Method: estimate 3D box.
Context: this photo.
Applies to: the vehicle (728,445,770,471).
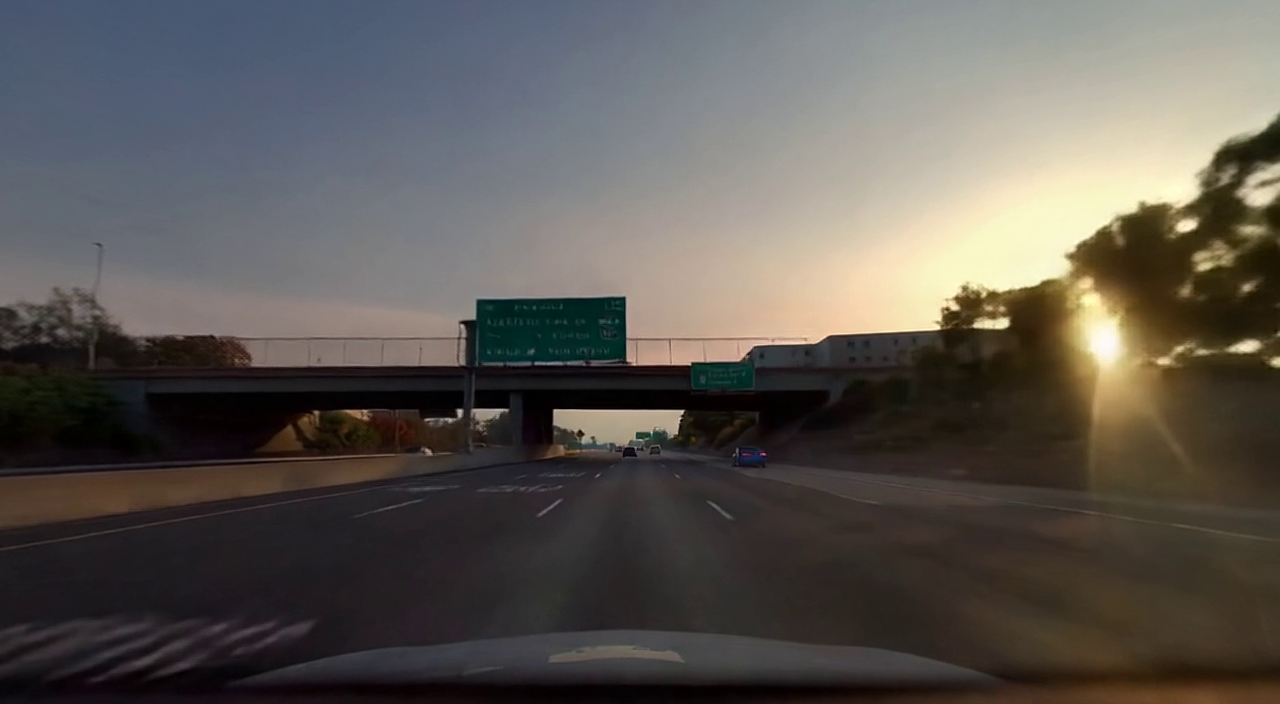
[{"bbox_3d":[7.165,7.014,42.113,1.958,1.498,4.447,0,-7,-1],"label":"vehicle"}]
